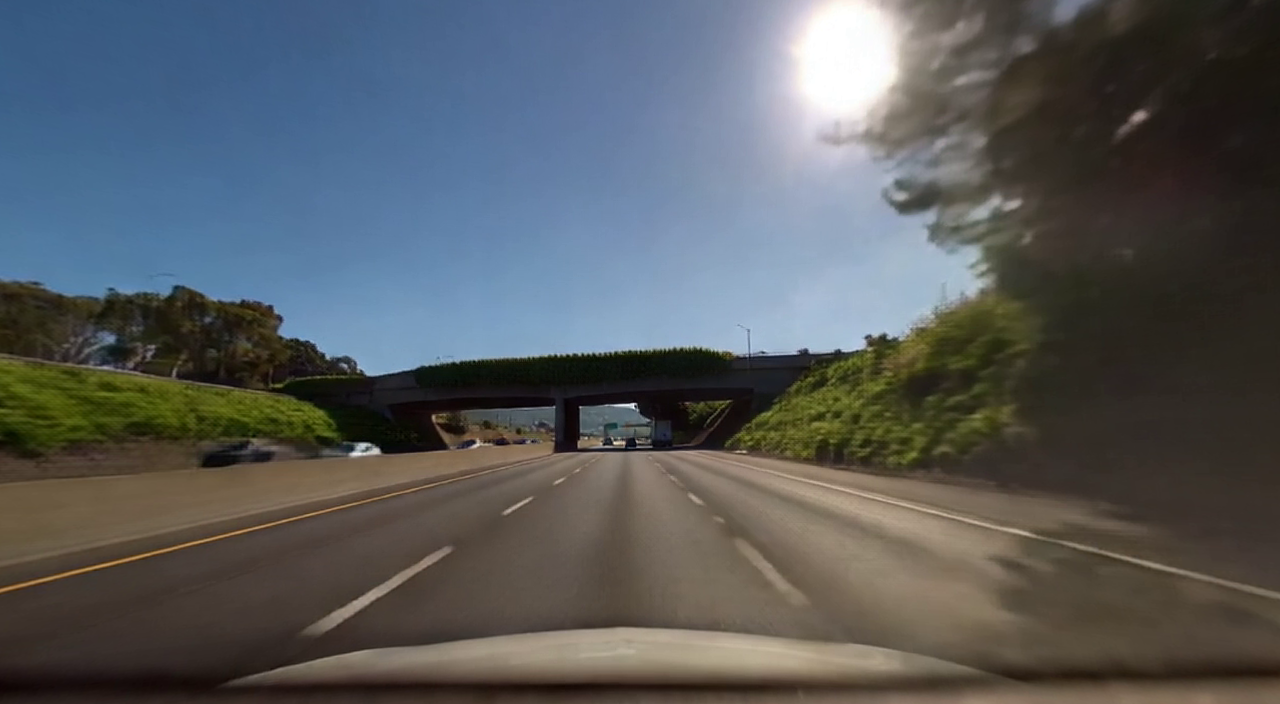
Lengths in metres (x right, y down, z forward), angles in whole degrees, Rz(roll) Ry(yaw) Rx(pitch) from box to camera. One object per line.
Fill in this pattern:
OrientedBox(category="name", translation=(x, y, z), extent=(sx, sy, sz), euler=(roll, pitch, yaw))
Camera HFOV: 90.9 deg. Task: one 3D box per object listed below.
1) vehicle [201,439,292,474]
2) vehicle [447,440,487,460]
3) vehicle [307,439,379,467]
OrientedBox(category="vehicle", translation=(-20.859, 5.505, 33.650), extent=(1.981, 1.729, 4.491), euler=(0, -8, -1))
OrientedBox(category="vehicle", translation=(-13.313, 7.517, 48.750), extent=(1.931, 1.431, 4.313), euler=(0, -8, -1))
OrientedBox(category="vehicle", translation=(-16.704, 5.675, 35.761), extent=(1.903, 1.503, 4.536), euler=(0, -8, -1))
